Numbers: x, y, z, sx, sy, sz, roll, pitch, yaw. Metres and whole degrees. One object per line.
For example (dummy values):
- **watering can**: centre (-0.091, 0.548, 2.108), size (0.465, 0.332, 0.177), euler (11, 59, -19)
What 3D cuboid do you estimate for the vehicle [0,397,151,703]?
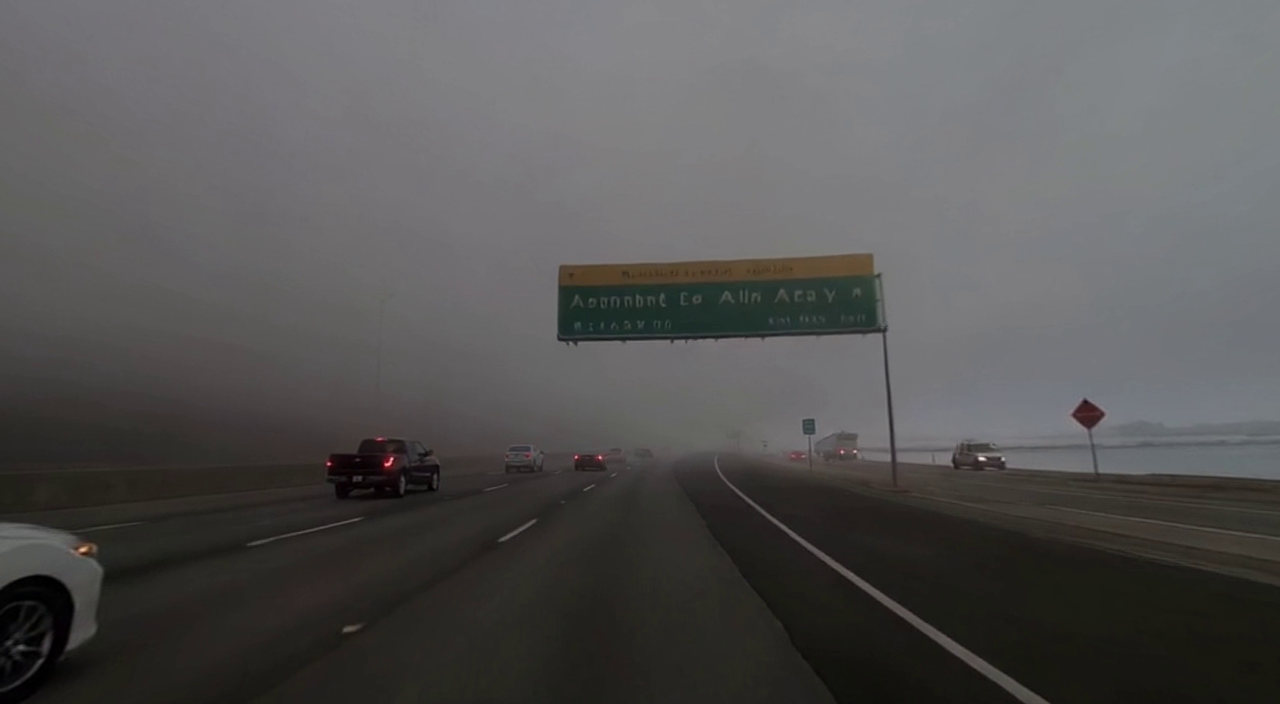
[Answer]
- **vehicle**: centre (-3.983, 0.764, 1.433), size (2.027, 1.547, 4.511), euler (0, -9, 1)

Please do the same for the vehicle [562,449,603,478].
- **vehicle**: centre (-3.621, 7.131, 40.626), size (2.132, 1.708, 4.571), euler (0, -9, 1)

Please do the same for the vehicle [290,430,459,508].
- **vehicle**: centre (-7.336, 3.292, 18.314), size (2.250, 1.870, 5.647), euler (0, -9, 2)

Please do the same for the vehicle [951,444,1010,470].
- **vehicle**: centre (22.781, 7.001, 42.334), size (1.883, 1.596, 5.181), euler (-1, -9, 10)

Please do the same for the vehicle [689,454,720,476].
- **vehicle**: centre (4.759, 8.384, 46.985), size (2.153, 1.510, 4.646), euler (0, -9, 4)
